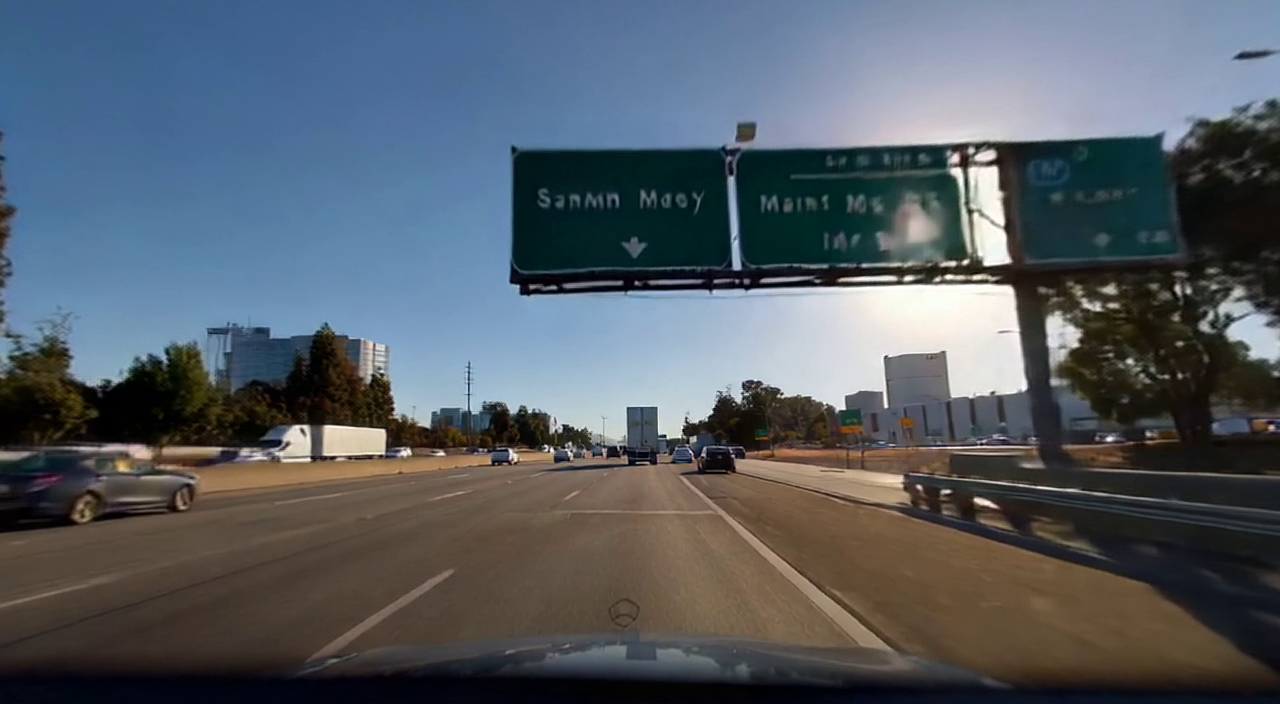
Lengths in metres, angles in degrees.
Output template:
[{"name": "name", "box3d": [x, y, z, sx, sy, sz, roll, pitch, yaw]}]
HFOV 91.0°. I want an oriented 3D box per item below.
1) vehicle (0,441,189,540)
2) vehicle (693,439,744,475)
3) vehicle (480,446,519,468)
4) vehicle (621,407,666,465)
[{"name": "vehicle", "box3d": [-10.962, 2.422, 11.492, 2.015, 1.521, 4.550, 0, -9, 1]}, {"name": "vehicle", "box3d": [3.980, 5.425, 32.776, 2.107, 1.707, 4.445, 0, -9, 0]}, {"name": "vehicle", "box3d": [-10.775, 8.078, 48.586, 1.966, 1.627, 4.258, 0, -9, 1]}, {"name": "vehicle", "box3d": [0.427, 6.505, 48.101, 3.012, 3.928, 10.262, 0, -9, 2]}]
